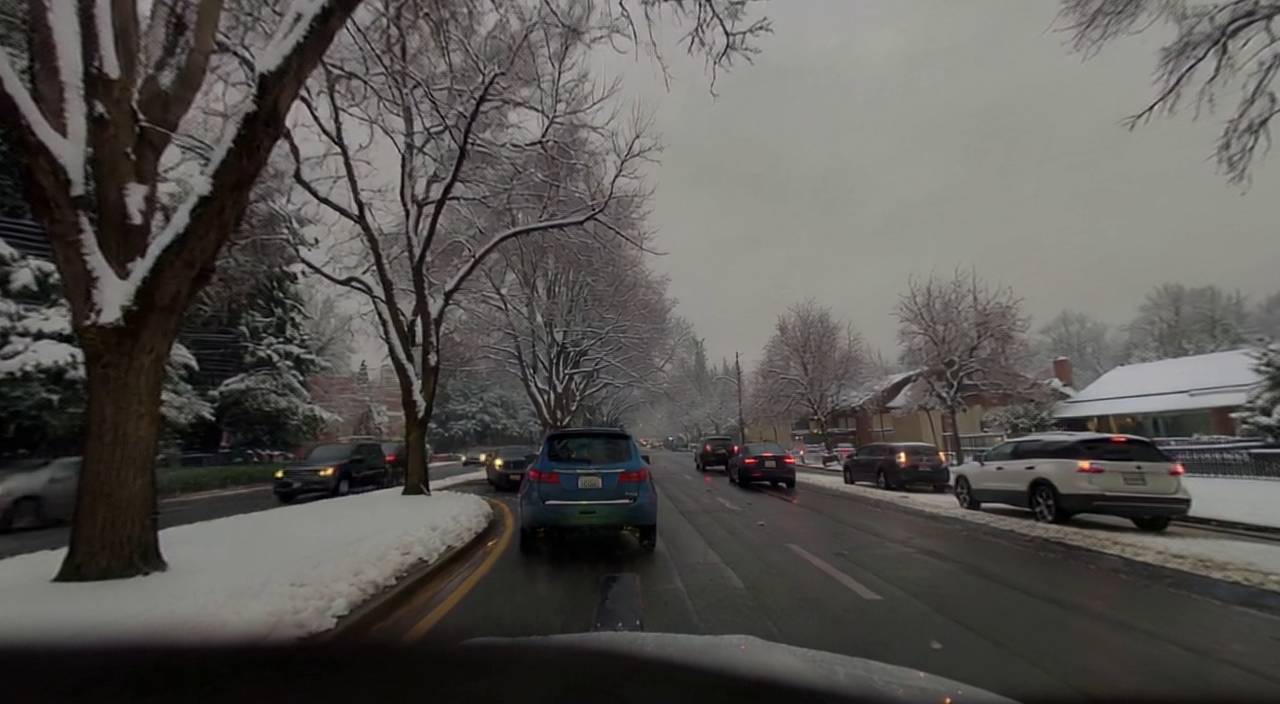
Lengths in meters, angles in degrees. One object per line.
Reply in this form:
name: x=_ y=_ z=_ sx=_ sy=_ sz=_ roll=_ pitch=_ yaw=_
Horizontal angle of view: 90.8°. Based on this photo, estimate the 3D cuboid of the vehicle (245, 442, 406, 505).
vehicle: x=-8.351 y=3.246 z=17.383 sx=2.039 sy=1.466 sz=4.553 roll=0 pitch=-8 yaw=1

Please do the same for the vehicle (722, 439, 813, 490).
vehicle: x=4.045 y=3.639 z=20.848 sx=2.175 sy=1.477 sz=4.520 roll=0 pitch=-8 yaw=1

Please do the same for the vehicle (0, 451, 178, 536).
vehicle: x=-11.993 y=2.744 z=12.783 sx=1.866 sy=1.404 sz=4.507 roll=0 pitch=-8 yaw=0

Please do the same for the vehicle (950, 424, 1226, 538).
vehicle: x=7.889 y=2.277 z=11.832 sx=2.168 sy=1.709 sz=4.289 roll=-1 pitch=-8 yaw=3

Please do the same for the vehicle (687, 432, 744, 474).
vehicle: x=3.563 y=4.862 z=30.609 sx=2.114 sy=1.846 sz=4.659 roll=0 pitch=-8 yaw=-1

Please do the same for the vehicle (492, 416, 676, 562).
vehicle: x=-0.798 y=1.850 z=9.212 sx=2.106 sy=1.655 sz=3.717 roll=1 pitch=-8 yaw=-5

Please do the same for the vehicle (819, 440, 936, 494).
vehicle: x=7.249 y=3.545 z=19.821 sx=1.977 sy=1.485 sz=4.308 roll=0 pitch=-8 yaw=0
